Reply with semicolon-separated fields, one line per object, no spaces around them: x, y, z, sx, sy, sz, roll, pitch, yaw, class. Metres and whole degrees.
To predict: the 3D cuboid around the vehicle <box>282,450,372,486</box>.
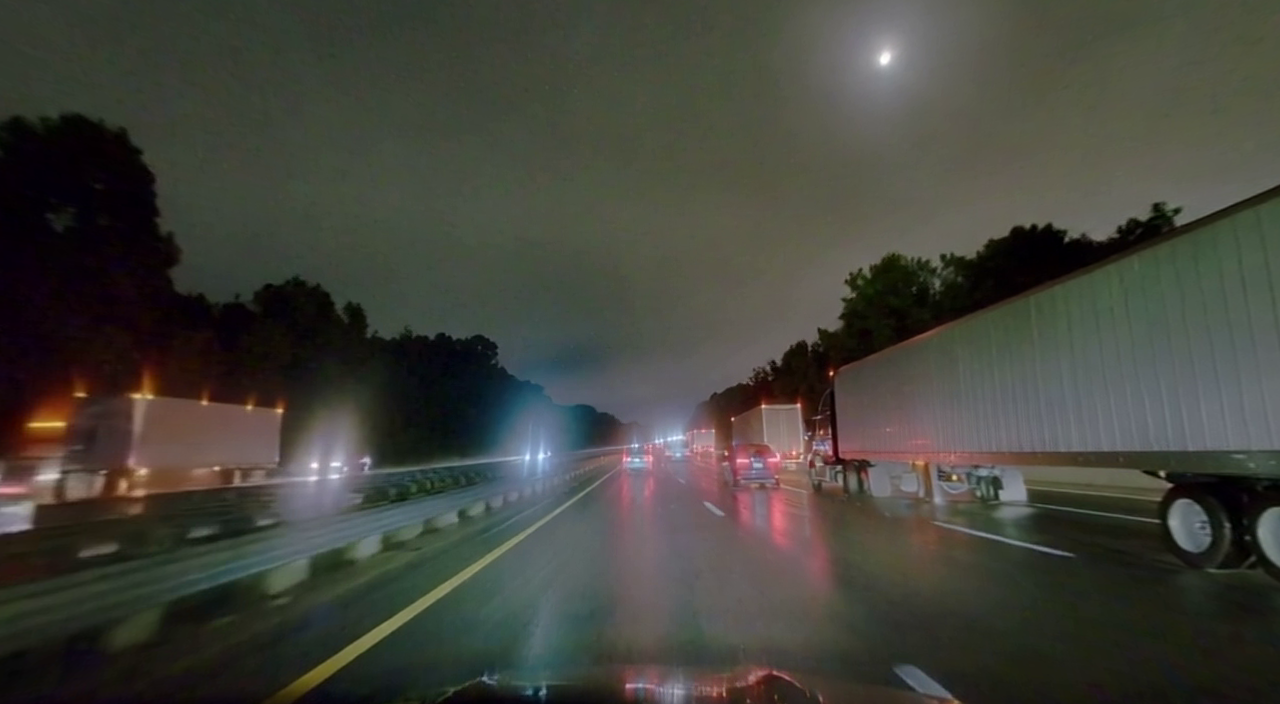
-14.535;5.378;29.637;1.868;1.537;4.403;-1;-9;2;vehicle

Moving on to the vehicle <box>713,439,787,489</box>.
3.840;3.989;22.698;1.920;1.594;3.867;0;-9;0;vehicle

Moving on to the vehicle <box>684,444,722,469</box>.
4.266;7.142;43.228;2.150;1.632;4.260;0;-9;0;vehicle

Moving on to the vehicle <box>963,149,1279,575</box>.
7.597;0.319;7.567;2.823;4.063;8.485;0;-9;0;vehicle

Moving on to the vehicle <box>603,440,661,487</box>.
-0.271;4.180;23.841;2.023;1.618;3.628;0;-9;1;vehicle

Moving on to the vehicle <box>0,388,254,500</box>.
-19.381;3.652;24.830;2.870;3.622;8.269;0;-9;1;vehicle

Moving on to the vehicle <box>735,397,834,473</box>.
8.904;5.635;41.600;2.858;4.068;15.162;0;-9;0;vehicle
